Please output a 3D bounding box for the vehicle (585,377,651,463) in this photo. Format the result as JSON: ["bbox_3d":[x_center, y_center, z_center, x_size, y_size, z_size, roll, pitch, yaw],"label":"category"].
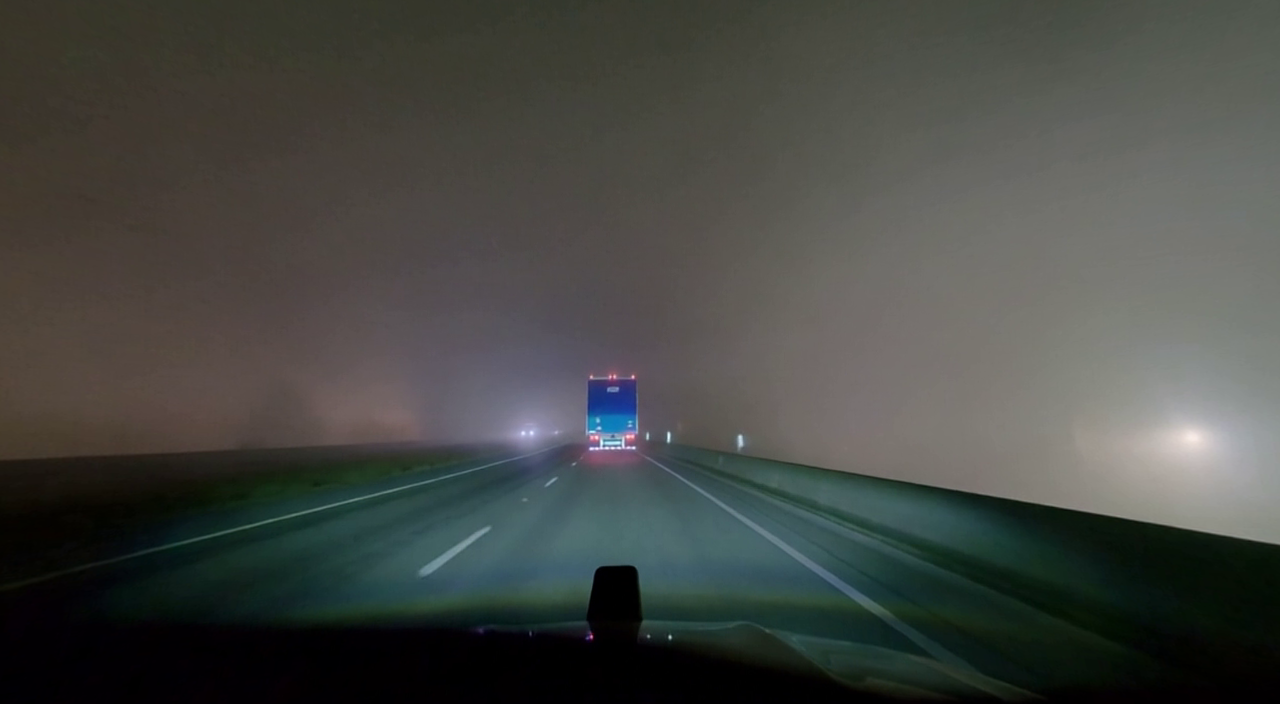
[{"bbox_3d":[-1.256,3.861,34.492,3.023,3.965,10.402,1,-8,-3],"label":"vehicle"}]
